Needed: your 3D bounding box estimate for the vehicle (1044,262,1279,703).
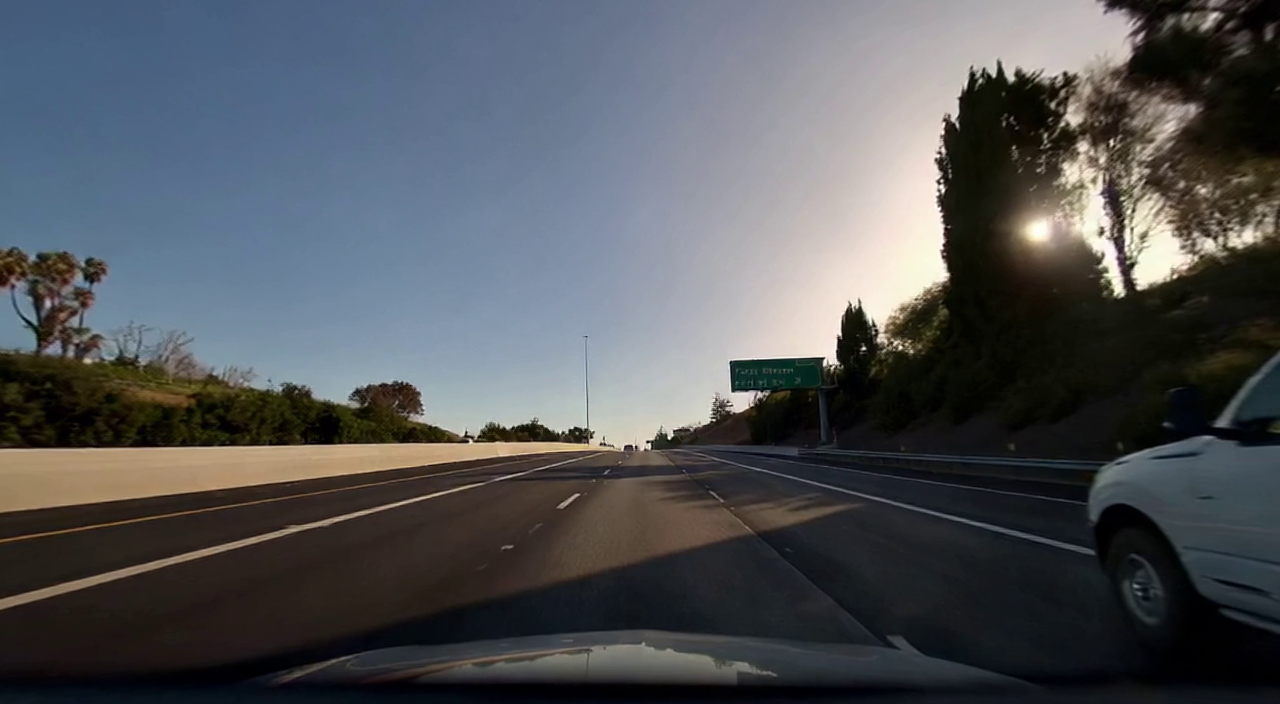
[{"bbox_3d":[3.811,0.371,0.897,2.462,1.954,6.111,0,-8,1],"label":"vehicle"}]
